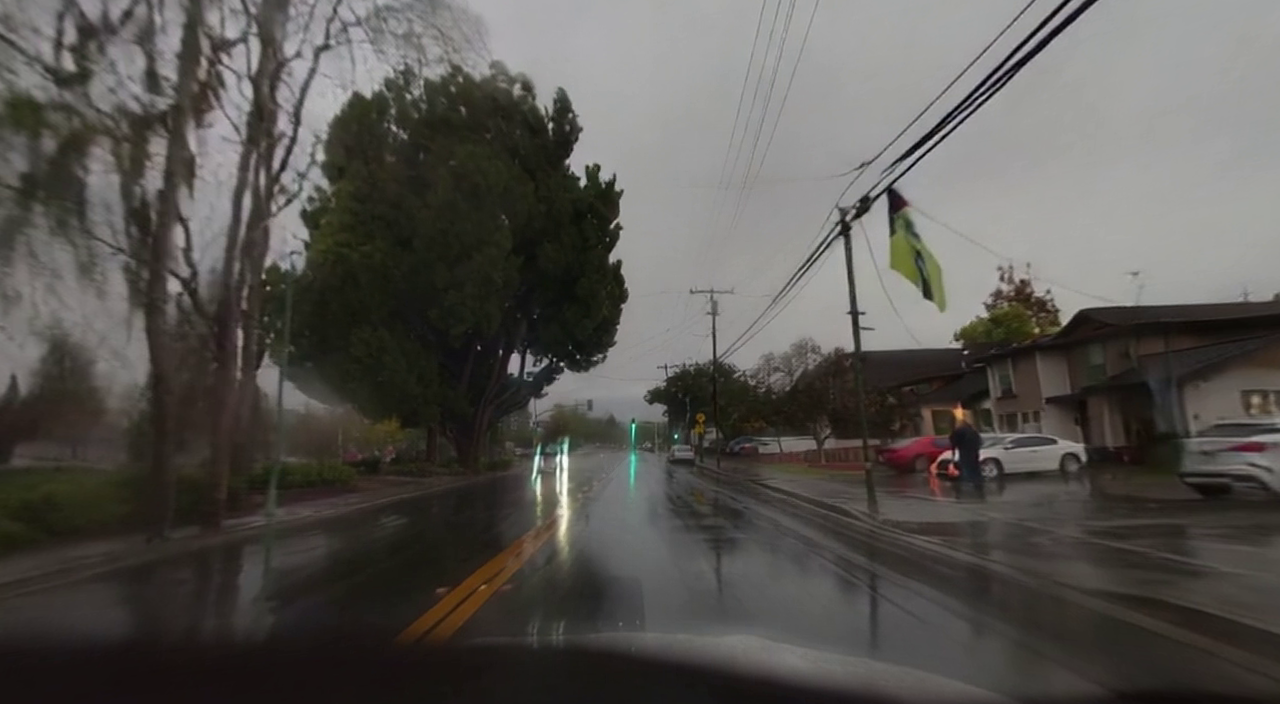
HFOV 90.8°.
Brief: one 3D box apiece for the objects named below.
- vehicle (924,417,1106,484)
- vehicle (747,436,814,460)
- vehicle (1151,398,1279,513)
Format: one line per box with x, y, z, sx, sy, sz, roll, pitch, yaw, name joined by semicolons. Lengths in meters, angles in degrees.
10.581;2.803;18.051;3.933;1.645;1.832;-2;-9;-2;vehicle
11.074;7.608;49.943;4.750;1.658;1.902;-2;-10;0;vehicle
11.091;1.649;10.248;3.873;1.675;1.913;0;-9;-1;vehicle
